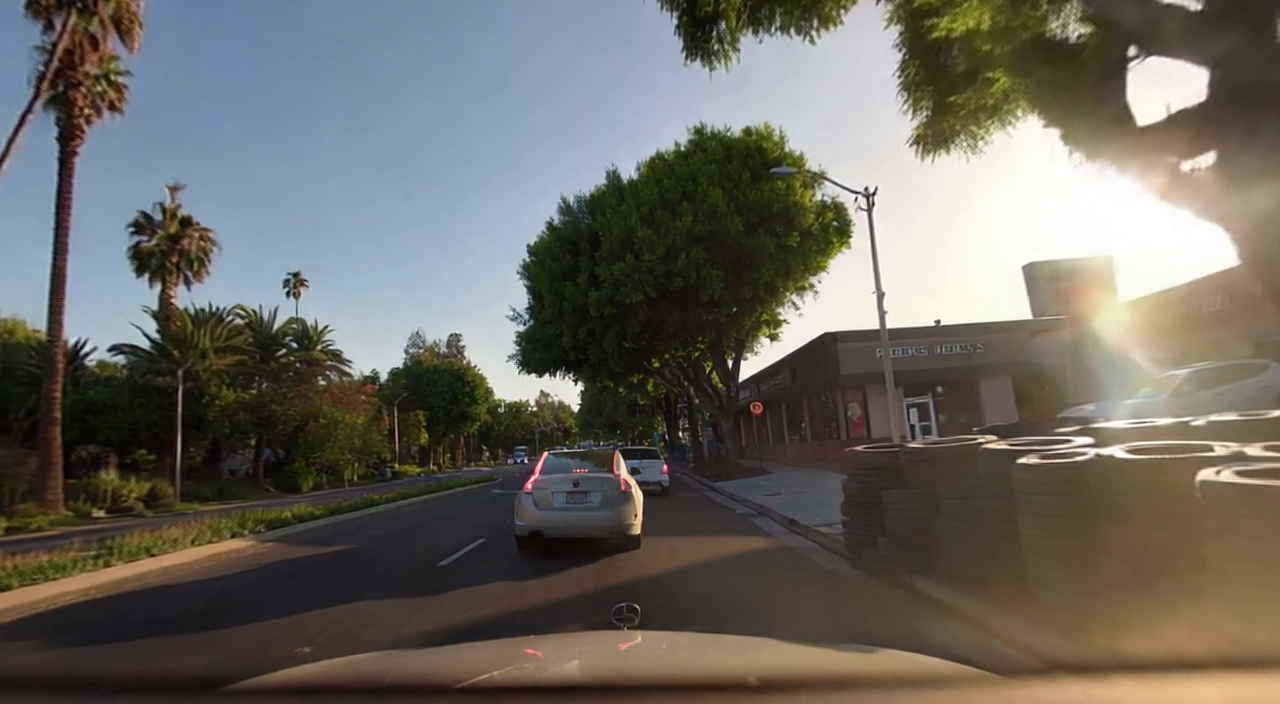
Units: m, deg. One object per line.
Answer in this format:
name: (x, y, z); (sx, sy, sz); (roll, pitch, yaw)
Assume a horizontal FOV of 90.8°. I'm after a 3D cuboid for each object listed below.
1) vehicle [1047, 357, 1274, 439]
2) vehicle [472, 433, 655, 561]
vehicle: (13.351, 1.360, 16.741); (1.854, 1.693, 4.798); (-1, -10, 0)
vehicle: (-0.965, 2.034, 9.614); (2.169, 1.495, 4.048); (0, -8, -2)
